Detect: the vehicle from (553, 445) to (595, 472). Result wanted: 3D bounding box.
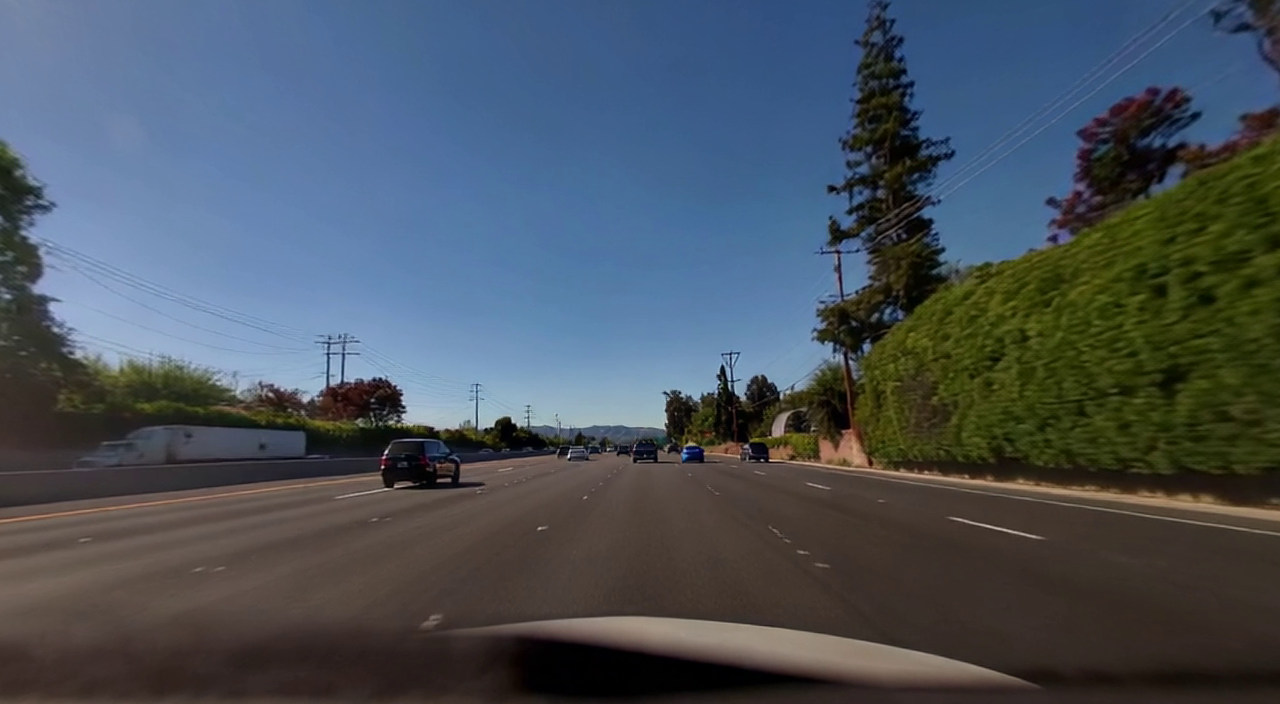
[{"bbox_3d":[-3.797,6.196,36.862,1.979,1.469,4.378,0,-8,0],"label":"vehicle"}]

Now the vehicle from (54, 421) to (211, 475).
[{"bbox_3d":[-37.394,7.150,47.270,3.005,3.557,10.456,0,-8,0],"label":"vehicle"}]

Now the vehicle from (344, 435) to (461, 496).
[{"bbox_3d":[-7.387,3.564,20.186,2.007,1.732,4.395,0,-8,0],"label":"vehicle"}]

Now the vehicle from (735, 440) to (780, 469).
[{"bbox_3d":[7.318,6.421,39.617,1.937,1.698,4.322,0,-8,-1],"label":"vehicle"}]

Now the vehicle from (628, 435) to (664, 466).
[{"bbox_3d":[0.397,7.474,47.967,2.622,2.208,5.320,0,-8,-1],"label":"vehicle"}]

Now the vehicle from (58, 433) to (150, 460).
[{"bbox_3d":[-37.490,6.584,44.268,2.159,1.578,5.016,-3,-6,-1],"label":"vehicle"}]

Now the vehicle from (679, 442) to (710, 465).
[{"bbox_3d":[4.206,7.922,49.478,1.996,1.710,4.256,0,-8,0],"label":"vehicle"}]
